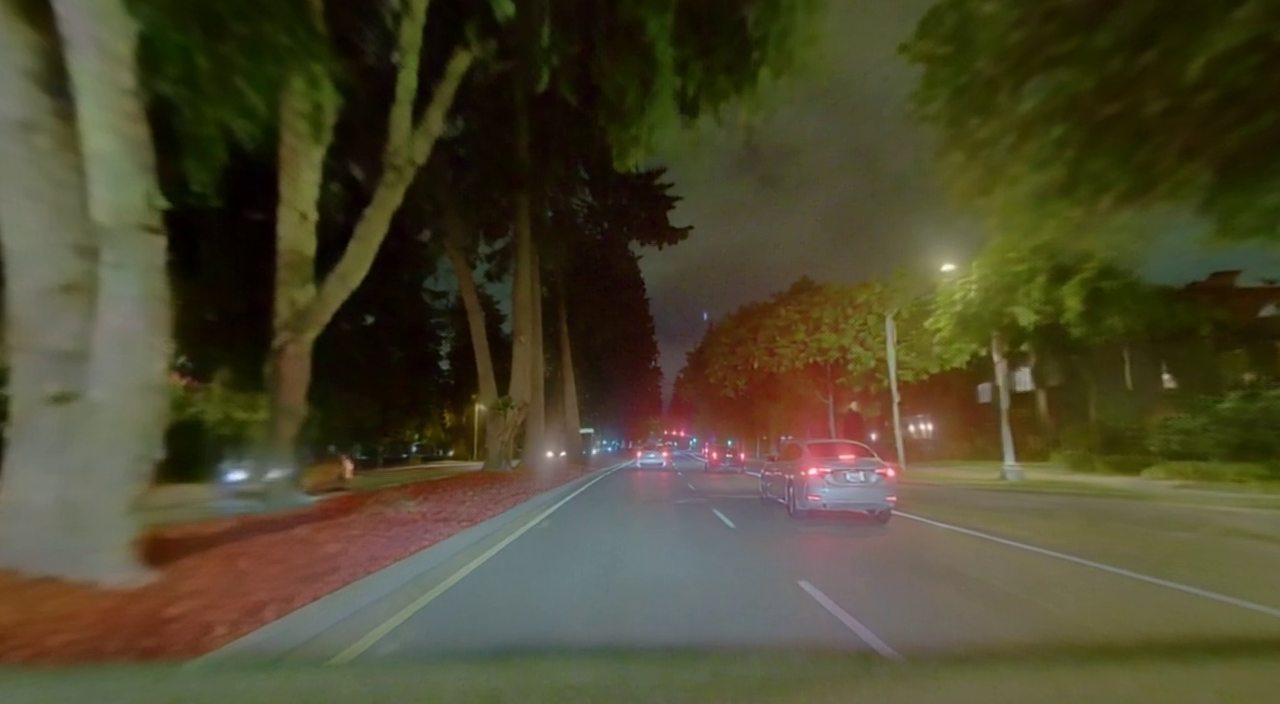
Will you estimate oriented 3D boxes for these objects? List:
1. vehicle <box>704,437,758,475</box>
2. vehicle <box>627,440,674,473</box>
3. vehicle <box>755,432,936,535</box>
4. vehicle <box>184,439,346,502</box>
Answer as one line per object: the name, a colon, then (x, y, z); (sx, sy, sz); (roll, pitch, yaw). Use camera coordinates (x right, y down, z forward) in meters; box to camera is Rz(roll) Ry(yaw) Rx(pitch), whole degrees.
vehicle: (4.271, 4.957, 30.347); (2.074, 1.652, 4.340); (0, -8, 2)
vehicle: (0.566, 4.987, 30.322); (2.082, 1.473, 4.028); (0, -8, 2)
vehicle: (3.499, 2.300, 11.704); (1.985, 1.529, 4.147); (0, -8, 1)
vehicle: (-11.106, 3.520, 19.207); (2.067, 1.657, 4.510); (0, -8, 1)
